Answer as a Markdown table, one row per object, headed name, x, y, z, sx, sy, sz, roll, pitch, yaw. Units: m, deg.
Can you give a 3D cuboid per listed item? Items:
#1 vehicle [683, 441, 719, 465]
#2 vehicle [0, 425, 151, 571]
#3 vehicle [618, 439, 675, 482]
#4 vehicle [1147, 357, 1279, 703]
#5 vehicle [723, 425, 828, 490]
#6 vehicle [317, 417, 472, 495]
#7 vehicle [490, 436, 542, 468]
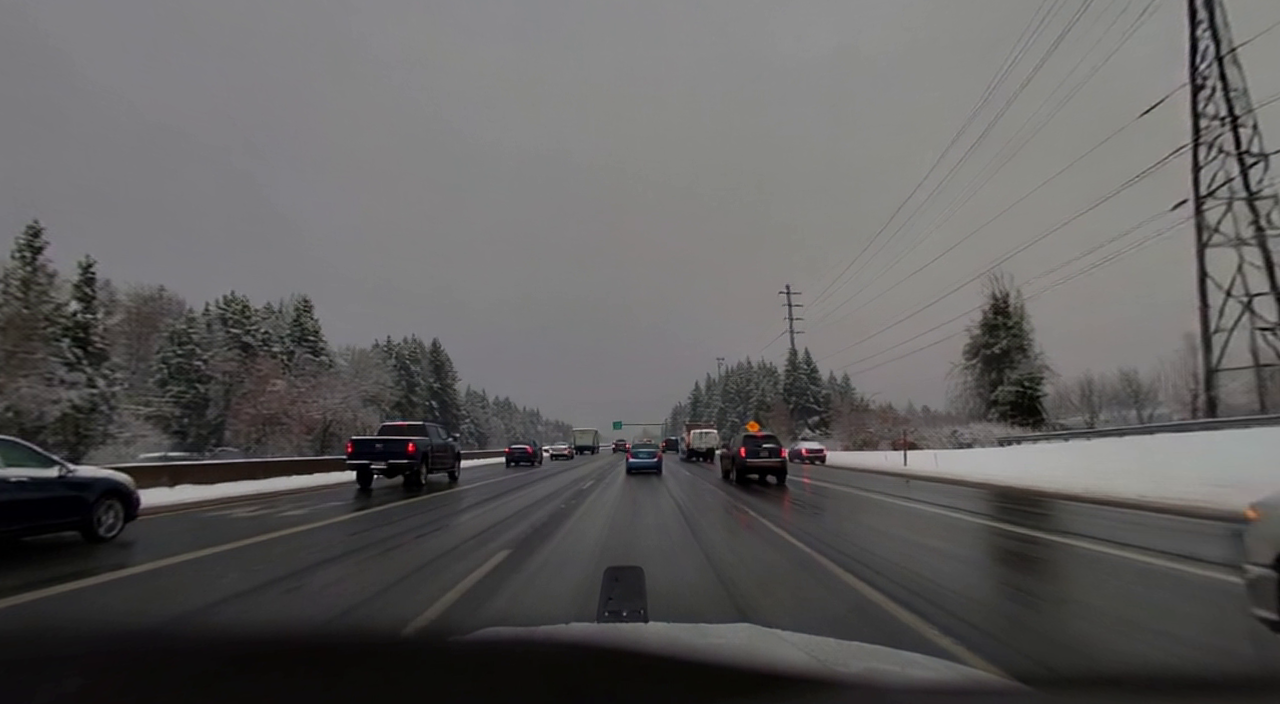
| name | x | y | z | sx | sy | sz | roll | pitch | yaw |
| --- | --- | --- | --- | --- | --- | --- | --- | --- | --- |
| vehicle | 3.906 | 6.528 | 40.850 | 1.895 | 1.429 | 3.908 | 0 | -9 | -1 |
| vehicle | -7.519 | 1.453 | 6.183 | 1.911 | 1.479 | 4.312 | 0 | -9 | 1 |
| vehicle | 0.215 | 4.042 | 23.806 | 1.966 | 1.444 | 3.986 | 0 | -9 | 0 |
| vehicle | 3.914 | 0.648 | 1.391 | 2.002 | 1.691 | 4.290 | 0 | -9 | 1 |
| vehicle | 4.071 | 3.274 | 19.851 | 2.195 | 1.778 | 4.455 | 0 | -9 | -2 |
| vehicle | -6.975 | 3.068 | 18.853 | 2.269 | 1.936 | 5.777 | 0 | -9 | 0 |
| vehicle | -6.970 | 5.695 | 35.930 | 1.978 | 1.680 | 4.263 | 0 | -9 | 1 |
